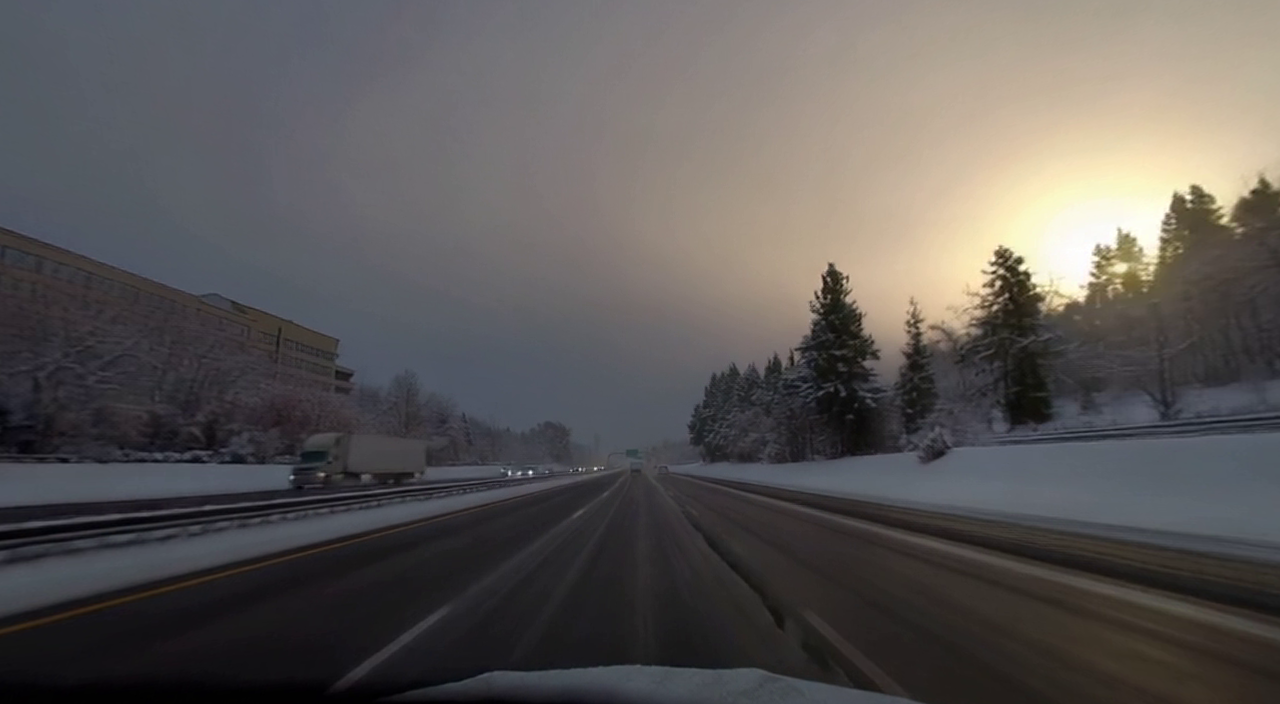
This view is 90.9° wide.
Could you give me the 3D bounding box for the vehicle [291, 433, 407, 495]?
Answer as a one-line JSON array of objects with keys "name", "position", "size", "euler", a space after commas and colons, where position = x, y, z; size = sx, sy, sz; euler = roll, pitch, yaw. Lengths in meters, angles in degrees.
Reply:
[{"name": "vehicle", "position": [-19.851, 7.855, 43.991], "size": [2.948, 3.734, 10.618], "euler": [1, -11, 0]}]
